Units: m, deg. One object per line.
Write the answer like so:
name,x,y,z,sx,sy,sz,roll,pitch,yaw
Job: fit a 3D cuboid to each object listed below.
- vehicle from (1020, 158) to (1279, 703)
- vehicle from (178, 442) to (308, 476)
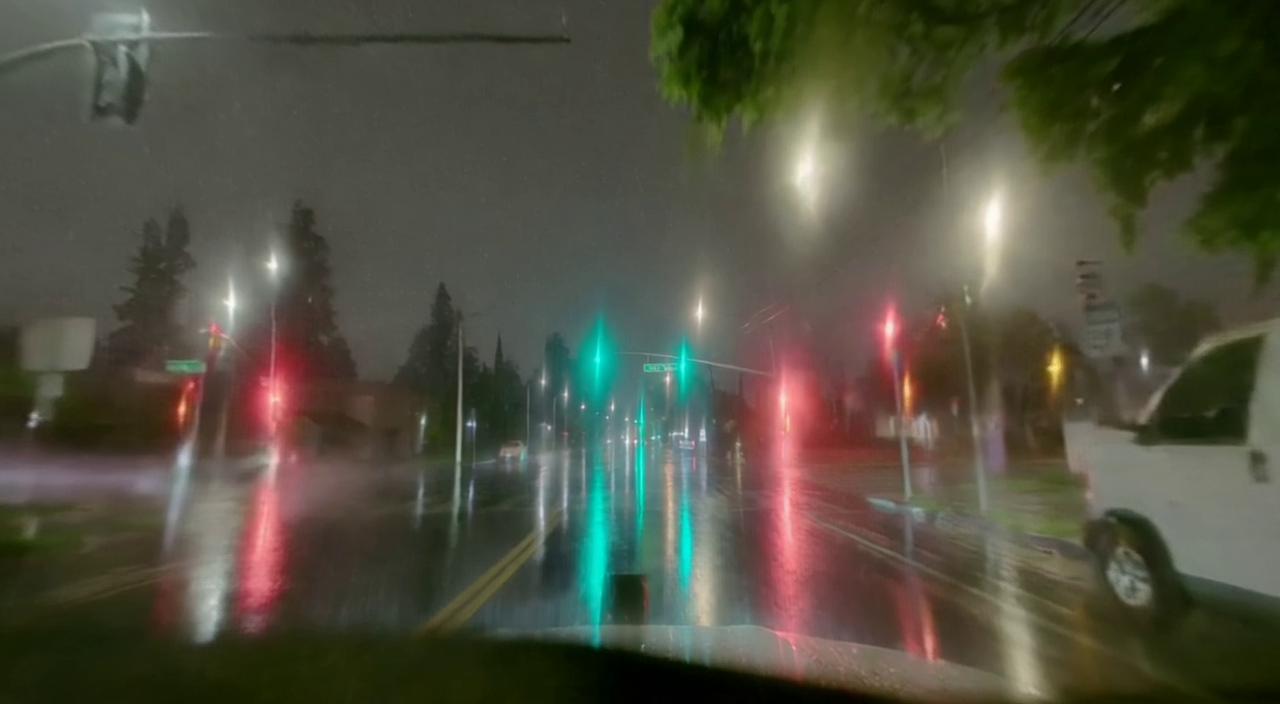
vehicle,4.476,0.352,2.729,2.398,2.806,4.857,0,-8,-2
vehicle,-18.020,4.869,28.755,4.606,1.452,1.917,0,-8,0
